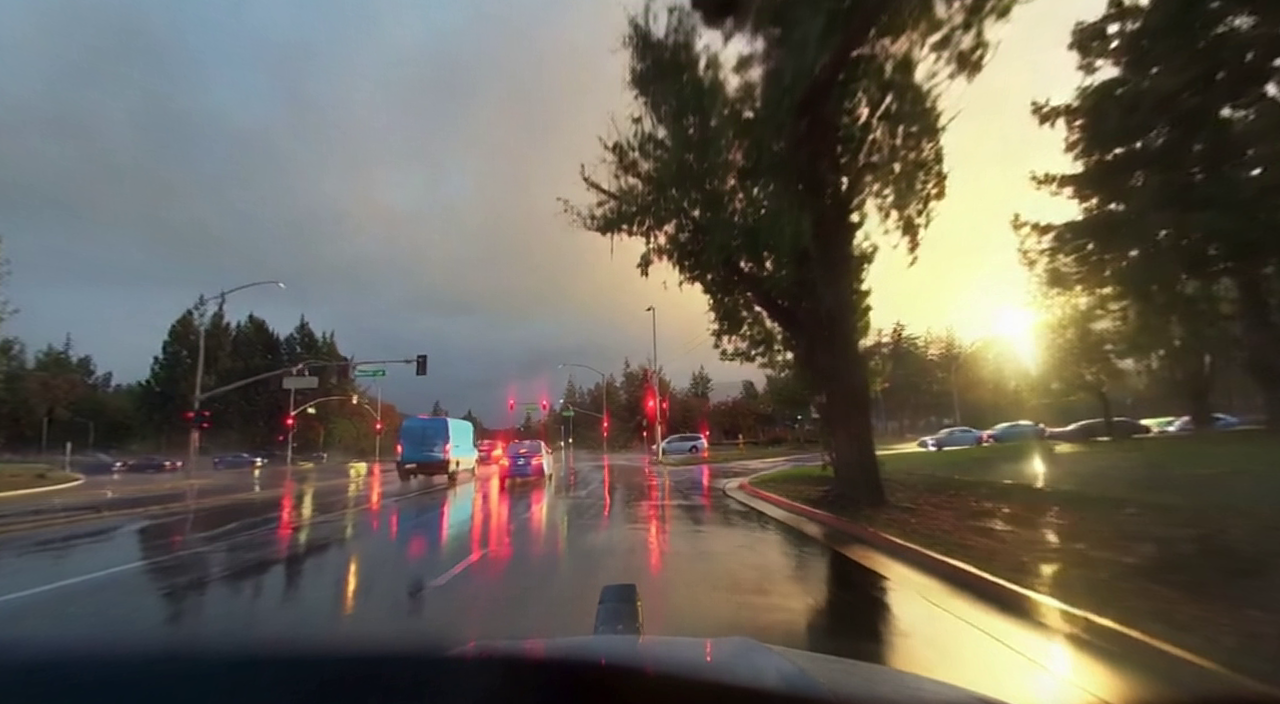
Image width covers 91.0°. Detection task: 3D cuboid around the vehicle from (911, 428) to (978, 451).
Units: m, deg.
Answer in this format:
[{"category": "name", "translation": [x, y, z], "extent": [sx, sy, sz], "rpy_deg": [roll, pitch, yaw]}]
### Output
[{"category": "vehicle", "translation": [20.513, 5.959, 42.477], "extent": [3.718, 1.480, 1.981], "rpy_deg": [3, -9, -20]}]

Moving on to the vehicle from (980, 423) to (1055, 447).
[{"category": "vehicle", "translation": [26.809, 5.915, 44.806], "extent": [4.056, 1.659, 1.881], "rpy_deg": [-2, -9, 11]}]

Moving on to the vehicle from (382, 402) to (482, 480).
[{"category": "vehicle", "translation": [-8.647, 3.861, 27.032], "extent": [2.461, 2.889, 6.776], "rpy_deg": [1, -9, -5]}]

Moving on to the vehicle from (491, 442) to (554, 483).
[{"category": "vehicle", "translation": [-4.619, 4.412, 25.407], "extent": [2.019, 1.485, 4.565], "rpy_deg": [1, -9, -5]}]

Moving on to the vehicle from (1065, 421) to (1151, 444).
[{"category": "vehicle", "translation": [32.529, 5.645, 43.916], "extent": [4.342, 1.513, 1.838], "rpy_deg": [-2, -9, 13]}]

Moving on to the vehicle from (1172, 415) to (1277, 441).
[{"category": "vehicle", "translation": [39.239, 5.127, 42.406], "extent": [4.643, 1.620, 1.938], "rpy_deg": [-2, -9, 15]}]
